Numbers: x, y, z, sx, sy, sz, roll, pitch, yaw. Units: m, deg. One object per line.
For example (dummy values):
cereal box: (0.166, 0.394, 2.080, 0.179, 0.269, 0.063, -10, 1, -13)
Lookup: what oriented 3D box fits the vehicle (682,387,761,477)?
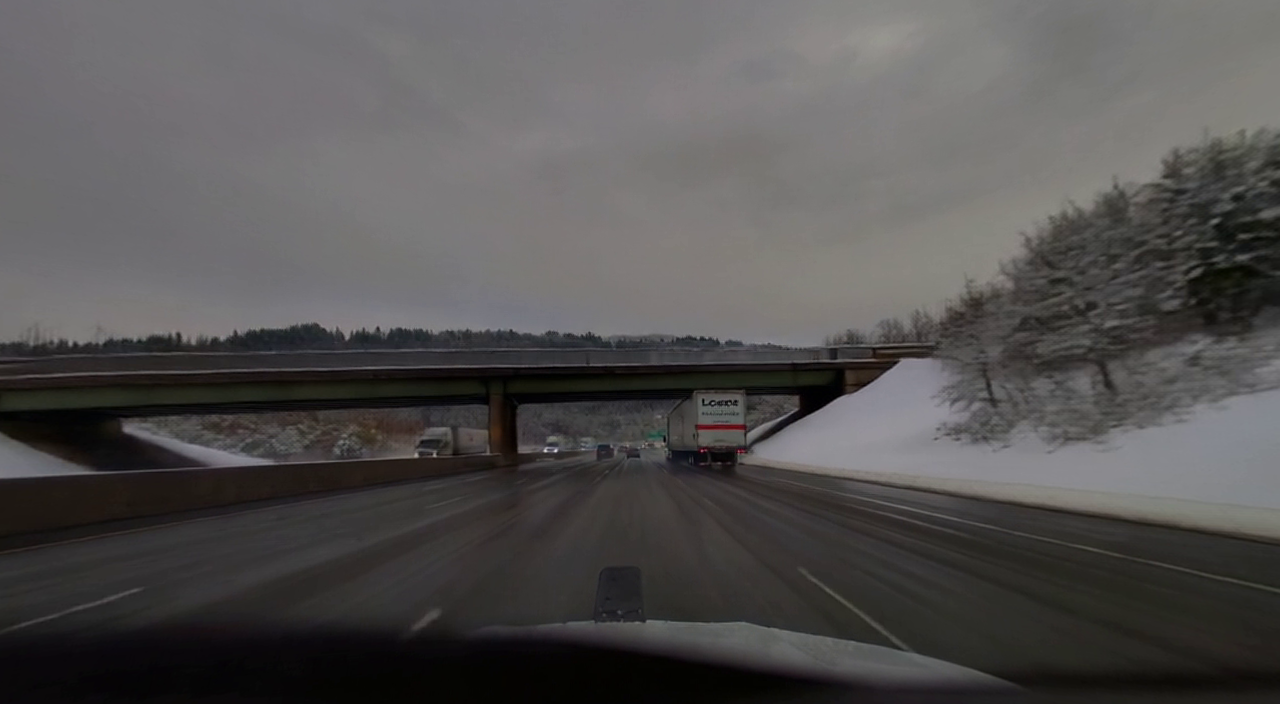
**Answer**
vehicle: (3.908, 4.213, 32.486, 2.885, 3.992, 8.526, 0, -9, 0)
